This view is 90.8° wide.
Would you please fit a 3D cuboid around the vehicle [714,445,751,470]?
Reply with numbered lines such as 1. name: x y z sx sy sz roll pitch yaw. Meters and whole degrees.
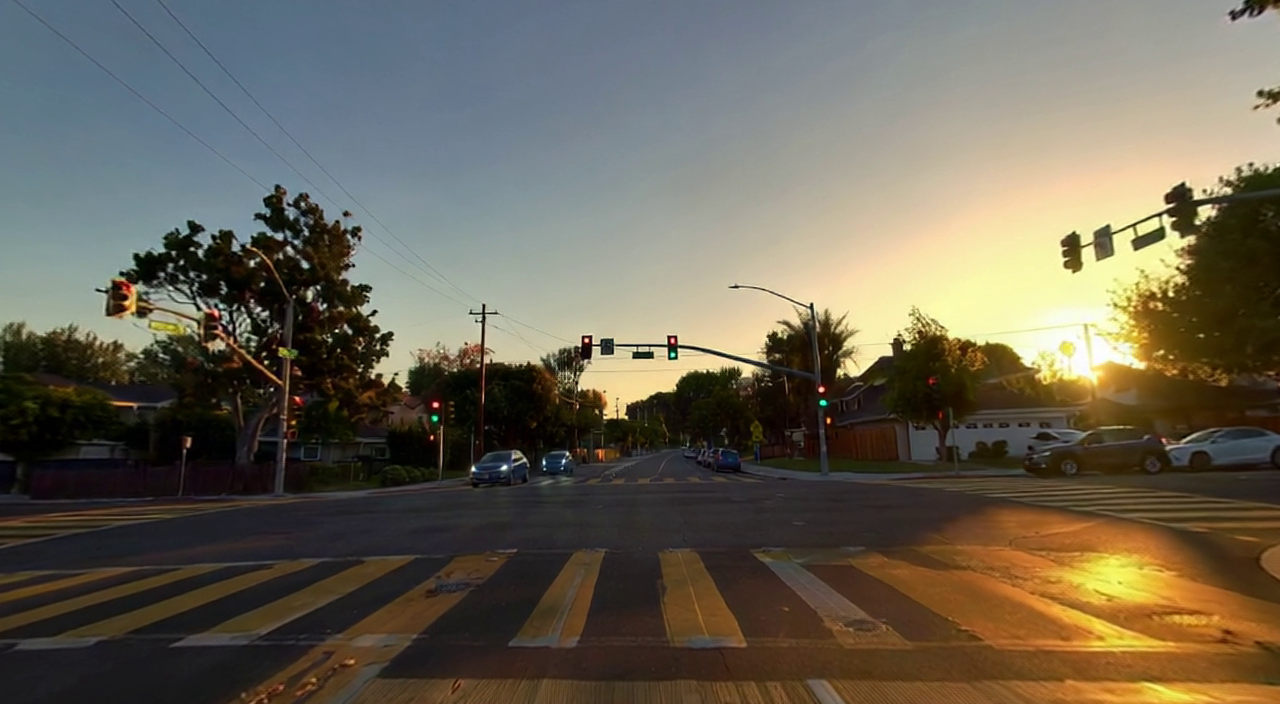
1. vehicle: 6.207 7.116 42.911 1.891 1.611 4.269 0 -8 1

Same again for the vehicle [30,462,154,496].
1. vehicle: -30.105 6.988 34.971 2.106 1.586 5.009 -1 -8 4

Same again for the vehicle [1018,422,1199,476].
1. vehicle: 16.006 3.342 21.815 4.452 1.711 2.186 0 -8 1

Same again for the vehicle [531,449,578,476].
1. vehicle: -5.822 7.556 43.445 2.270 1.605 4.958 -2 -9 3

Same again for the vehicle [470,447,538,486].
1. vehicle: -6.229 5.264 29.390 1.982 1.686 4.195 -1 -8 4

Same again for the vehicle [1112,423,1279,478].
1. vehicle: 16.958 2.897 18.703 4.345 1.517 1.913 0 -8 1
